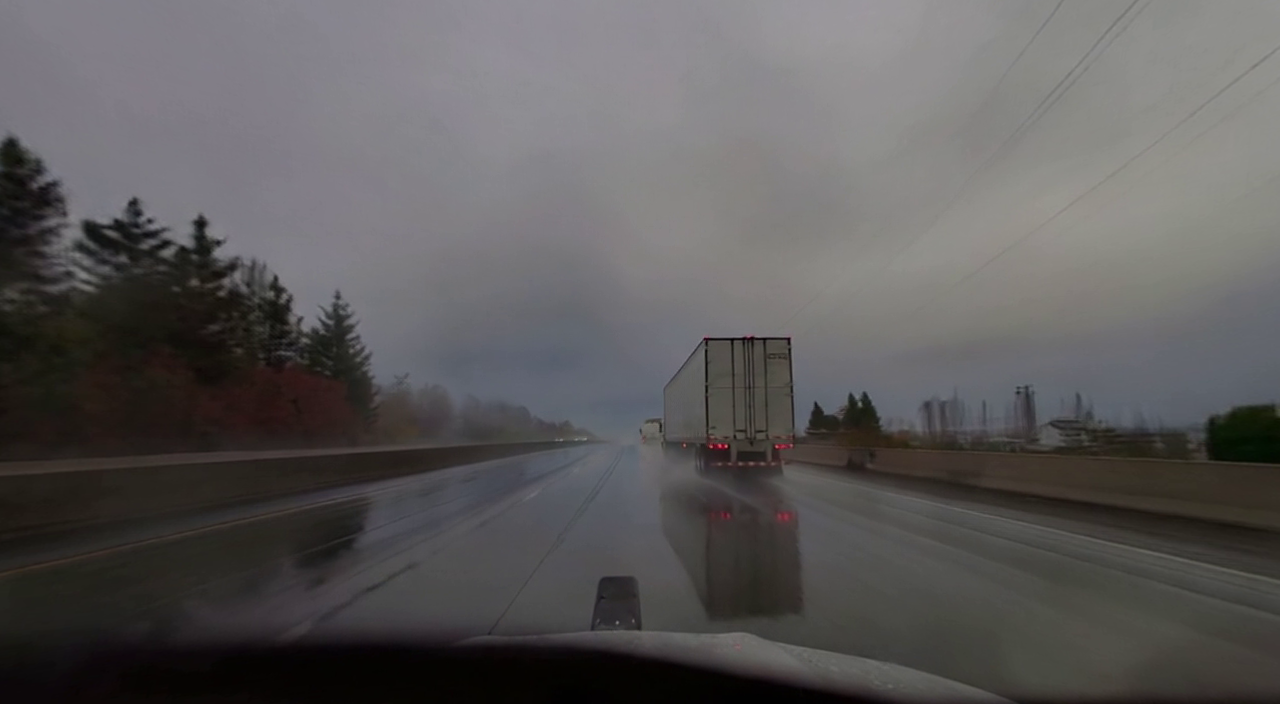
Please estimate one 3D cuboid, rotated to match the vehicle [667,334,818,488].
[{"bbox_3d":[3.013,2.488,23.768,2.905,4.080,14.157,0,-8,-2],"label":"vehicle"}]
